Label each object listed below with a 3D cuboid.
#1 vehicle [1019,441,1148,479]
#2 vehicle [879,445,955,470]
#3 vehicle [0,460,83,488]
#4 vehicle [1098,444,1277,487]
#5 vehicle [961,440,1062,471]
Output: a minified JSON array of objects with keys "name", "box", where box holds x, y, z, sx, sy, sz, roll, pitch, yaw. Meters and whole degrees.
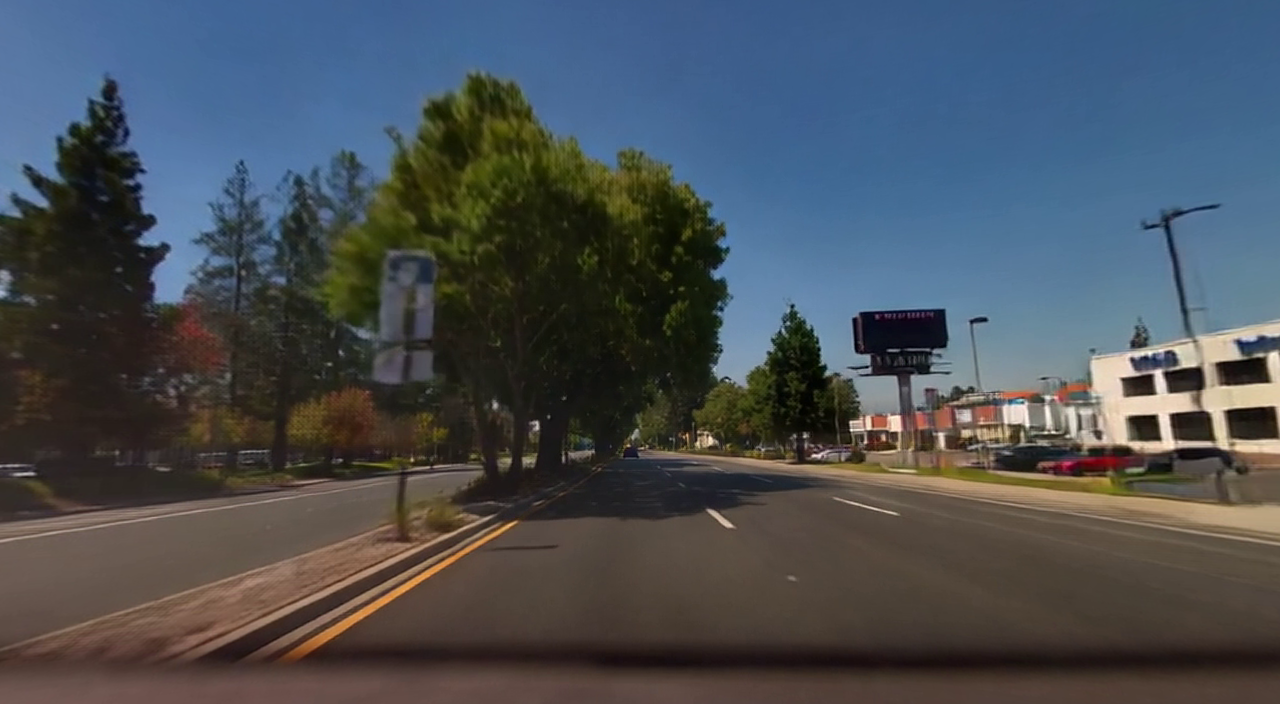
[{"name":"vehicle","box":[20.268,4.945,29.046,4.407,1.616,1.929,0,-9,1]},{"name":"vehicle","box":[19.658,7.534,45.015,4.403,1.436,1.918,-2,-13,1]},{"name":"vehicle","box":[-41.179,8.264,42.879,4.564,1.780,2.039,0,-9,-3]},{"name":"vehicle","box":[20.248,4.190,23.519,4.805,1.473,2.046,0,-9,-3]},{"name":"vehicle","box":[20.053,5.599,34.243,4.222,1.610,1.948,0,-9,-1]}]
